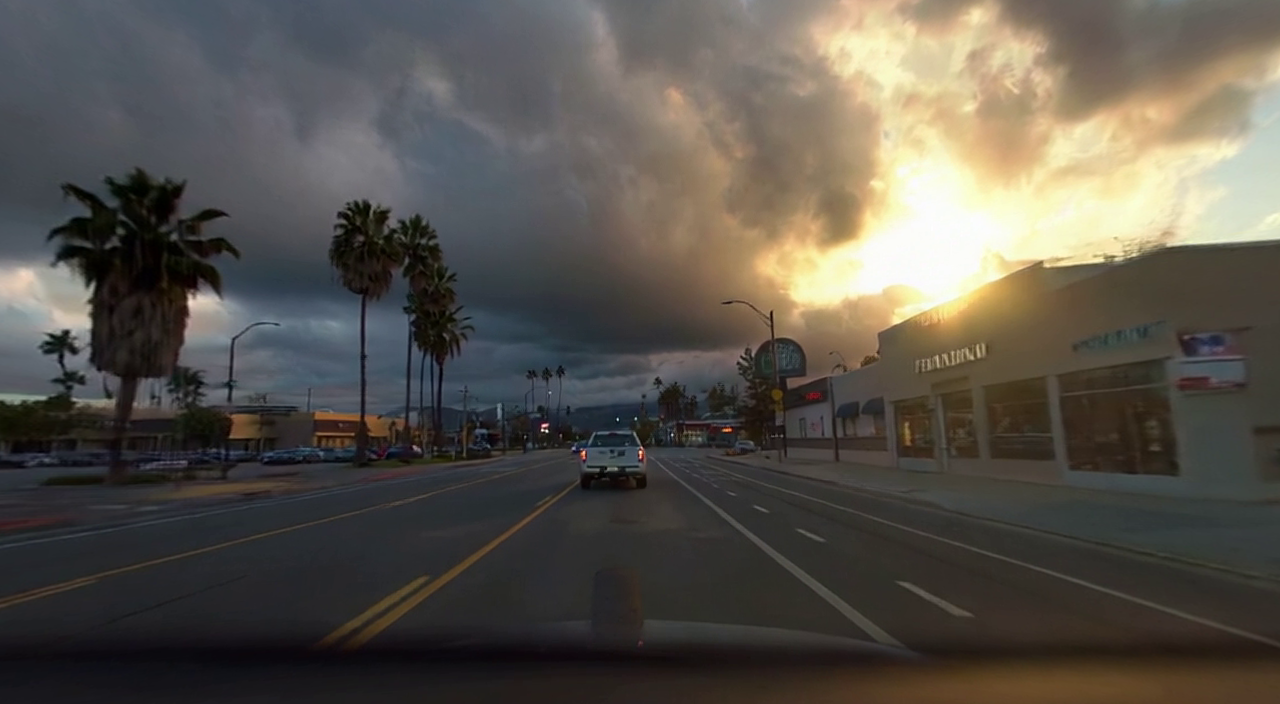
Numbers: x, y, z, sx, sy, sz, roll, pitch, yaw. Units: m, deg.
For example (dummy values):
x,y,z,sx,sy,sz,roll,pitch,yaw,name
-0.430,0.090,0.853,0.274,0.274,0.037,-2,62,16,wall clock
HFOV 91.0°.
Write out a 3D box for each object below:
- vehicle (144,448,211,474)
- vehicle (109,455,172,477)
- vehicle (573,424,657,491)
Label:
x,y,z,sx,sy,sz,roll,pitch,yaw,name
-34.950,8.203,47.711,2.013,1.785,4.331,2,-8,-5,vehicle
-37.766,8.602,47.686,1.685,1.466,3.858,0,-8,-4,vehicle
-0.701,3.150,19.057,2.239,1.763,4.096,0,-8,-1,vehicle
